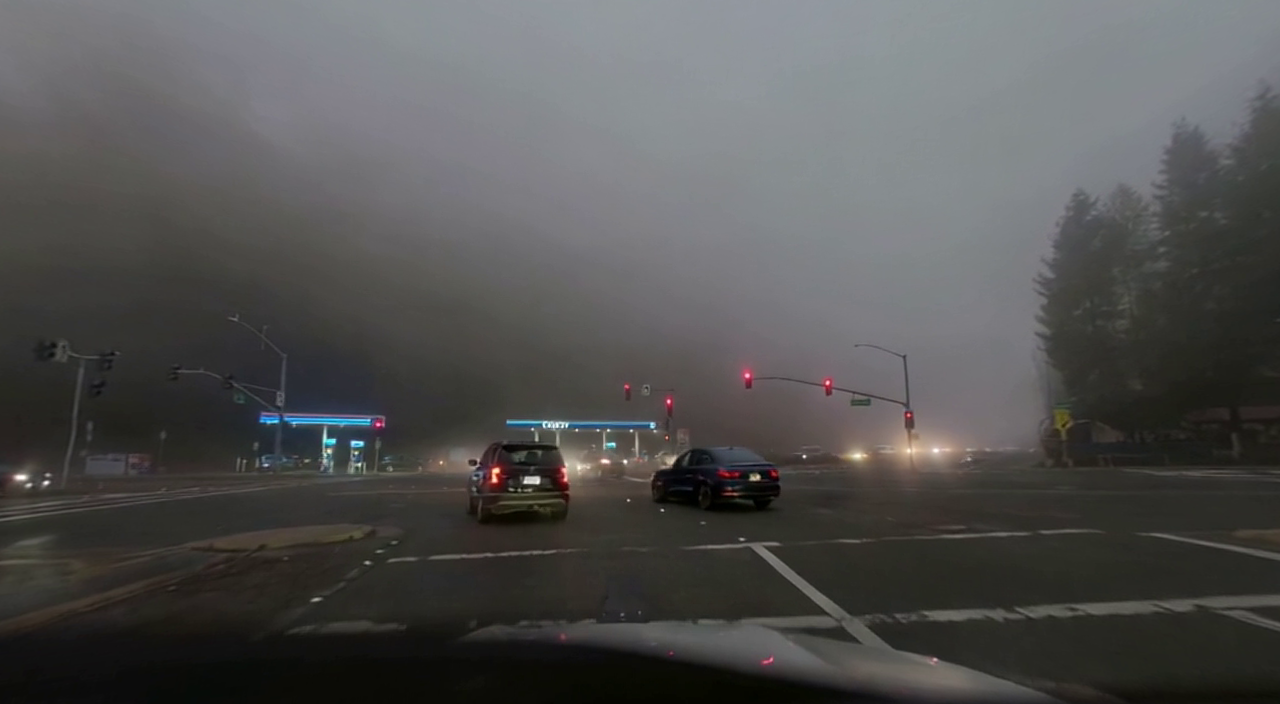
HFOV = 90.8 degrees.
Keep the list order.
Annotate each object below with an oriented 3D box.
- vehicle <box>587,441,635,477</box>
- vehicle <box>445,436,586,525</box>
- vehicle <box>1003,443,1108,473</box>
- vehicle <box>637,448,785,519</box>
[{"bbox_3d":[-1.645,5.816,34.598,2.016,1.828,4.503,1,-9,-11],"label":"vehicle"},{"bbox_3d":[-3.138,2.922,15.040,2.351,1.733,4.616,3,-9,-23],"label":"vehicle"},{"bbox_3d":[25.916,6.618,39.615,4.952,1.745,2.184,-2,-9,15],"label":"vehicle"},{"bbox_3d":[1.544,3.131,15.761,1.965,1.460,4.581,2,-9,-17],"label":"vehicle"}]
